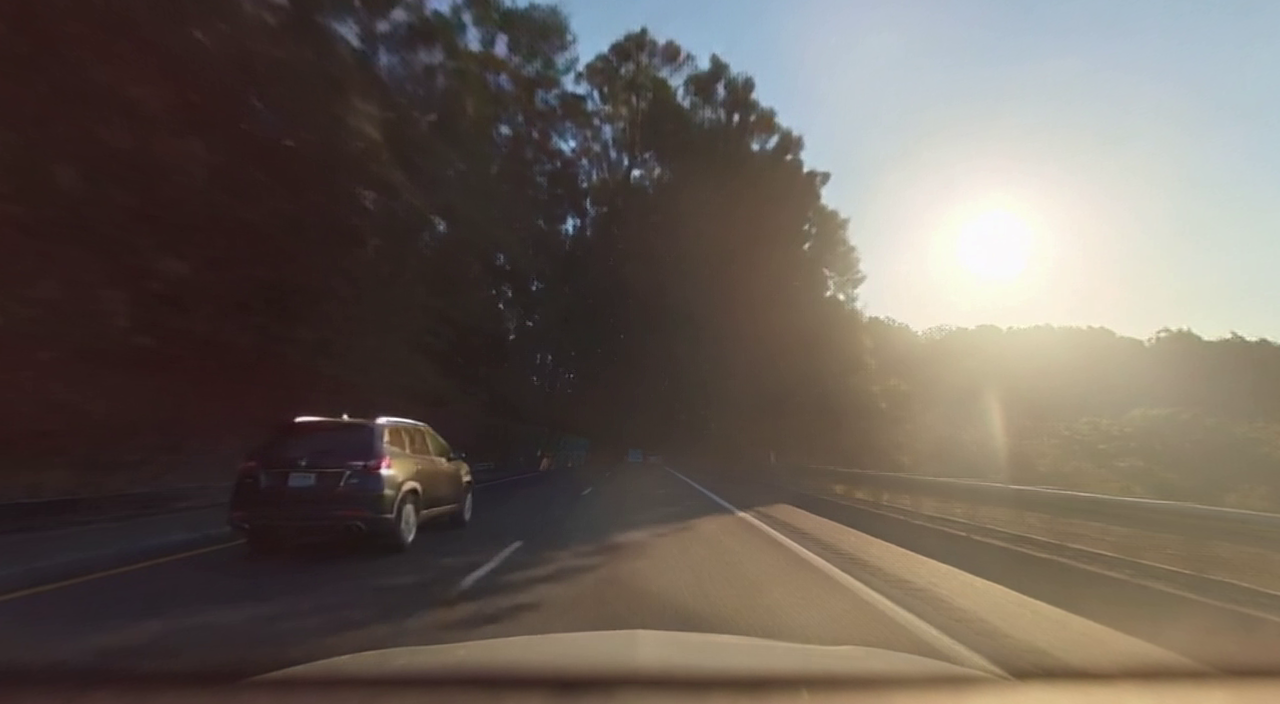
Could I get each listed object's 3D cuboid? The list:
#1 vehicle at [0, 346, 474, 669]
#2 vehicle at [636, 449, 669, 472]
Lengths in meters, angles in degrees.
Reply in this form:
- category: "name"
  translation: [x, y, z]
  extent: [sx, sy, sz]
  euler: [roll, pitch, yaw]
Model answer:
- category: "vehicle"
  translation: [-3.621, 1.339, 6.545]
  extent: [2.418, 2.049, 4.930]
  euler: [0, -9, 0]
- category: "vehicle"
  translation: [0.824, 7.375, 43.159]
  extent: [2.046, 1.452, 4.407]
  euler: [0, -9, -2]
